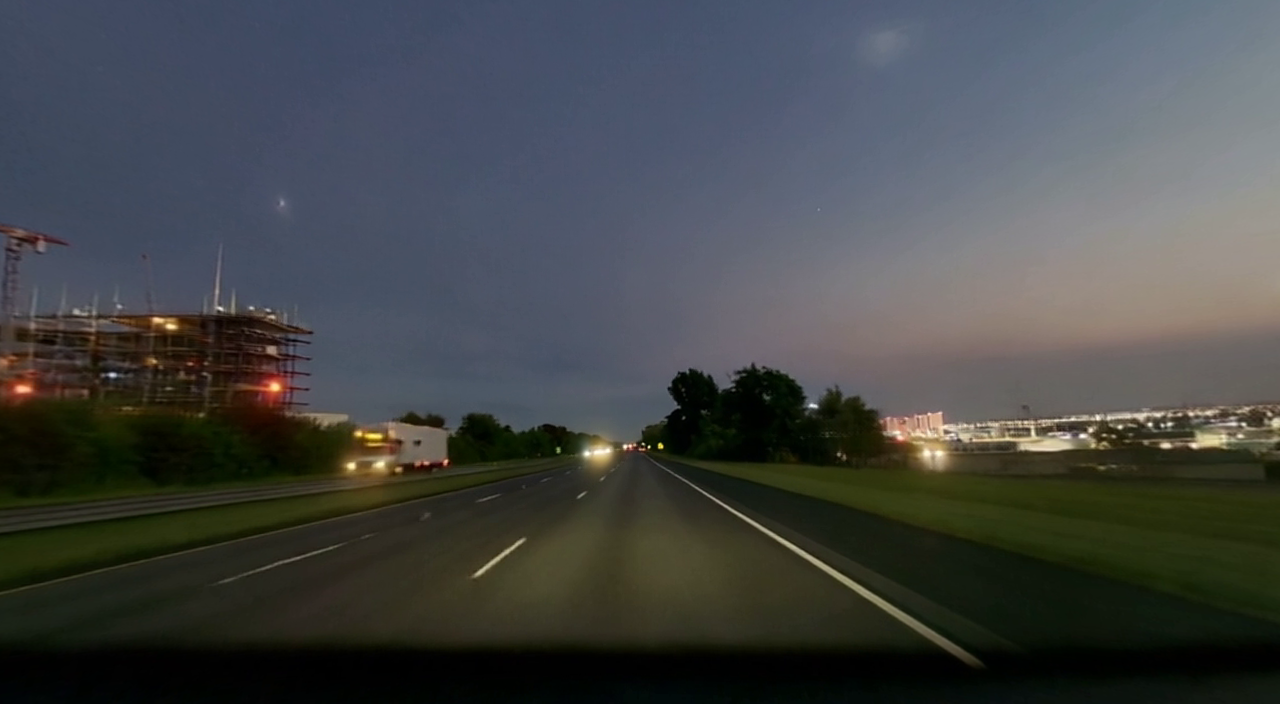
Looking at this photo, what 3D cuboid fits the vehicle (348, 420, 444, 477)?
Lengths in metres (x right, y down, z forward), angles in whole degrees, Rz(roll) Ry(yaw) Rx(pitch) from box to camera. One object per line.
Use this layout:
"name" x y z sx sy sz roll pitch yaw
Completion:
"vehicle" -16.430 6.638 43.351 2.917 3.480 8.865 0 -9 1
